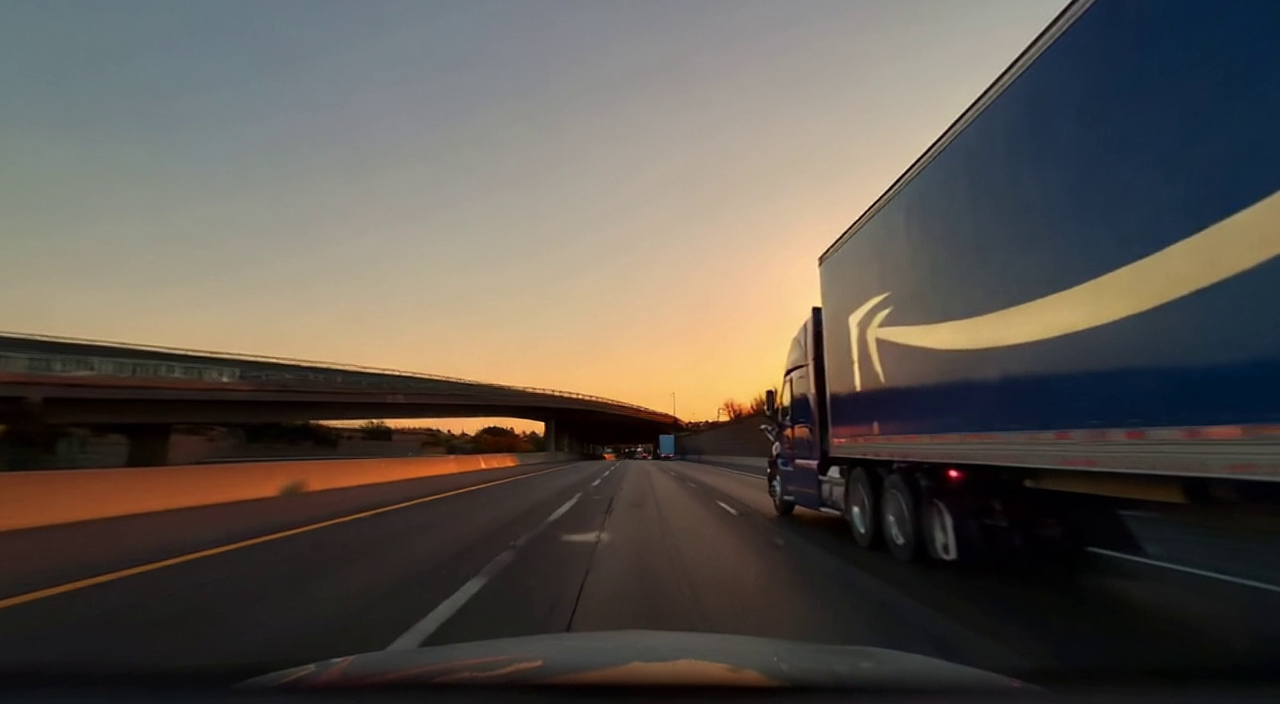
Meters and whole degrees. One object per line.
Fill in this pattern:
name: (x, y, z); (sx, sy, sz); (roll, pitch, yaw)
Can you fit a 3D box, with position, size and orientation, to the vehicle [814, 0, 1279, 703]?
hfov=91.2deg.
vehicle: (4.063, -0.546, 0.726); (2.928, 4.021, 17.190); (0, -9, 0)
